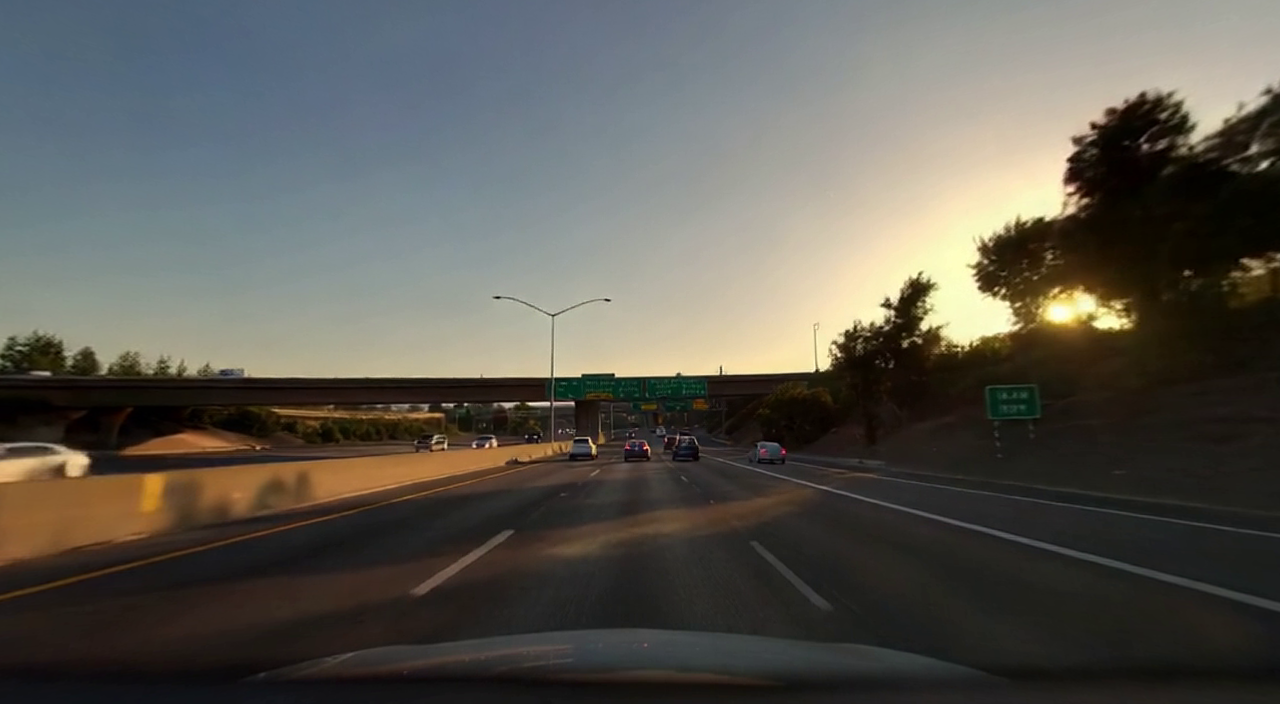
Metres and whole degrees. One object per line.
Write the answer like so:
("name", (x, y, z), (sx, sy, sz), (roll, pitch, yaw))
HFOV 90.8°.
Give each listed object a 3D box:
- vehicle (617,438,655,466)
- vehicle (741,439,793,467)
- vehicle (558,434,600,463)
("vehicle", (-0.229, 5.670, 35.895), (1.985, 1.457, 4.227), (0, -9, -1))
("vehicle", (7.136, 5.720, 35.920), (1.935, 1.478, 4.433), (1, -9, -2))
("vehicle", (-3.790, 6.150, 40.228), (2.123, 1.661, 4.601), (0, -9, 1))
